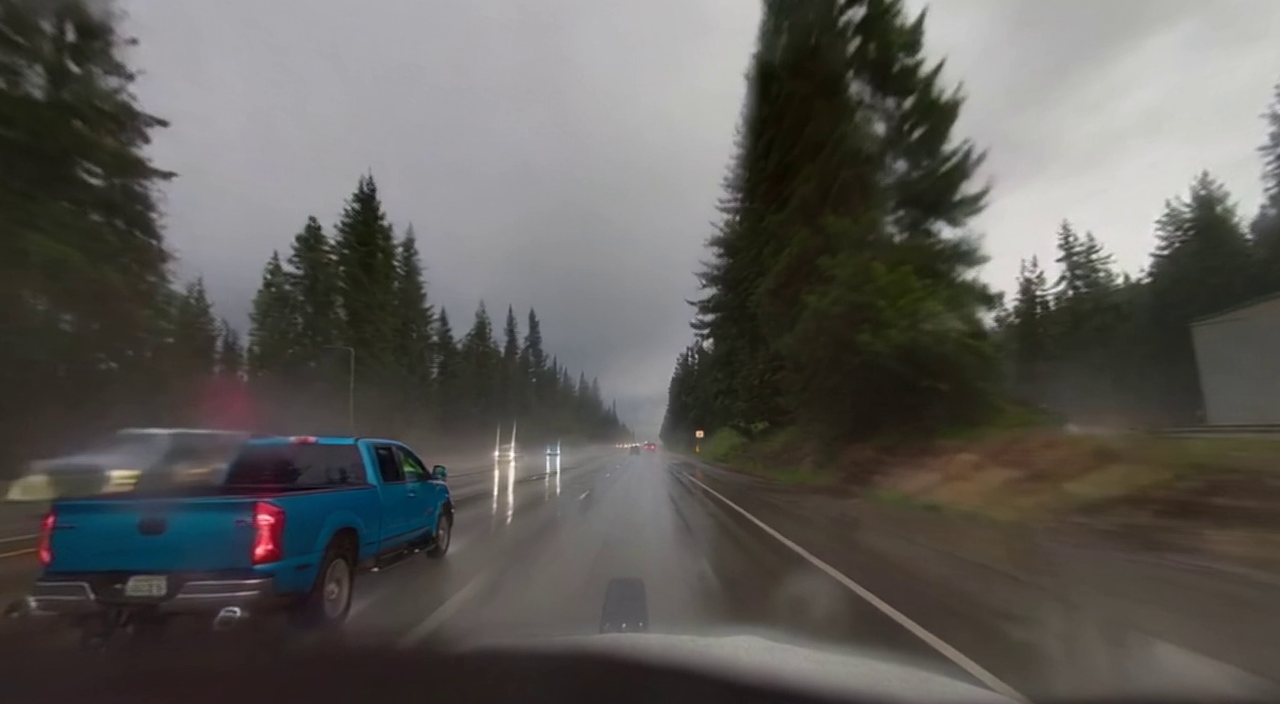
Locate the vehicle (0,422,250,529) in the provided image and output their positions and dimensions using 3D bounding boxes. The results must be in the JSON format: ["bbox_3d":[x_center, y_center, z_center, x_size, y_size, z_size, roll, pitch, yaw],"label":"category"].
[{"bbox_3d":[-11.801,2.647,14.293,2.263,1.924,5.585,0,-8,1],"label":"vehicle"}]

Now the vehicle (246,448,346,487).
[{"bbox_3d":[-15.151,5.075,28.063,1.848,1.546,4.464,0,-8,1],"label":"vehicle"}]
